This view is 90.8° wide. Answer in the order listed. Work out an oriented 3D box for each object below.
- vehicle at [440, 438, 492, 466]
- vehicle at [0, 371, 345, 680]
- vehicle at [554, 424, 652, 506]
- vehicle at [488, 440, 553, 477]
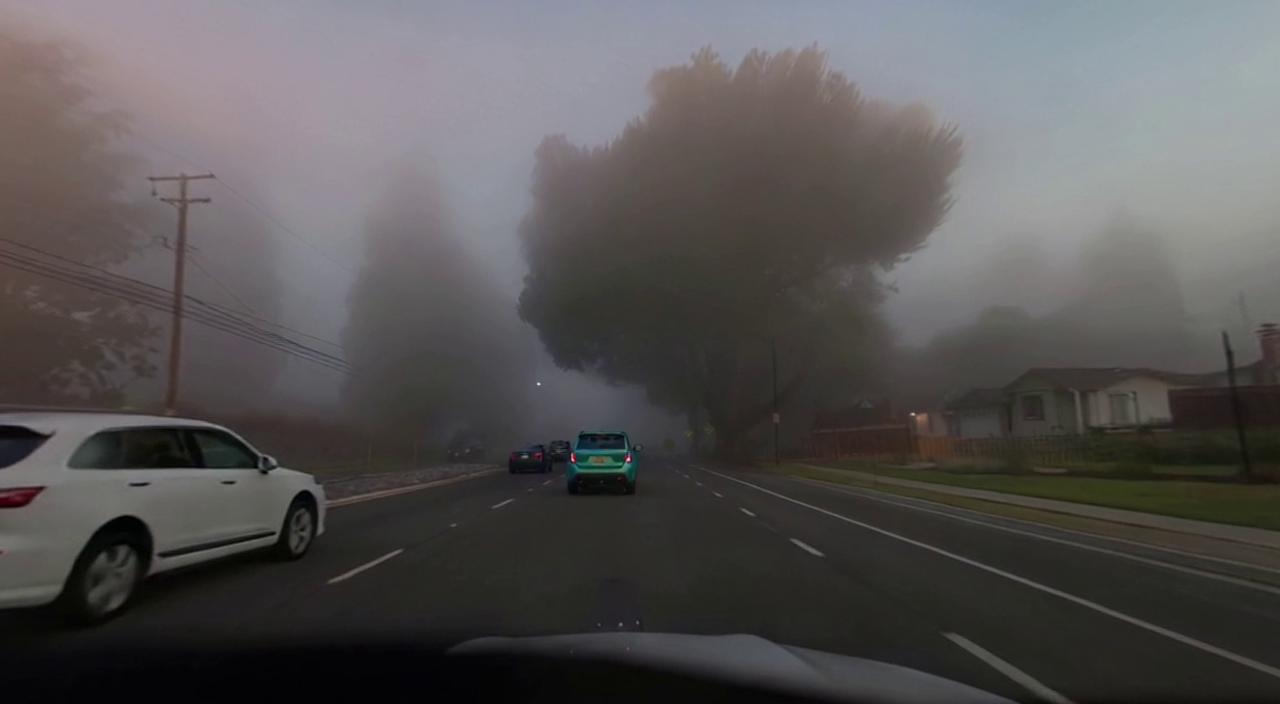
[{"bbox_3d":[-11.647,6.730,42.612,2.131,1.798,4.902,0,-8,0],"label":"vehicle"},{"bbox_3d":[-4.721,1.230,5.259,2.243,1.722,4.621,0,-8,1],"label":"vehicle"},{"bbox_3d":[-0.835,2.786,15.982,2.131,1.761,4.242,0,-8,-1],"label":"vehicle"},{"bbox_3d":[-5.268,4.751,28.465,2.014,1.493,4.658,0,-8,0],"label":"vehicle"}]
